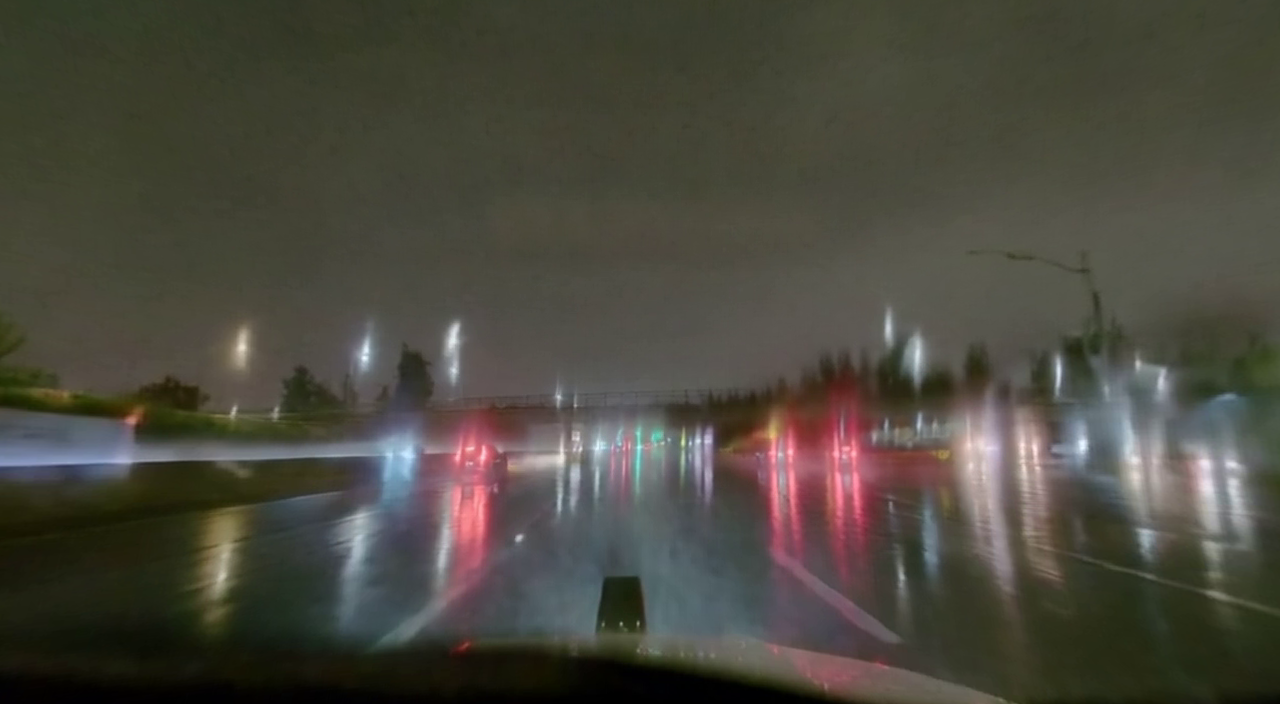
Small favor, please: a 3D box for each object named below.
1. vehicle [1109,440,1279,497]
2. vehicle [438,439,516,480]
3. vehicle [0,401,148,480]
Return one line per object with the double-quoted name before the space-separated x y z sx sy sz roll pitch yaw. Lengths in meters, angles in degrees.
"vehicle" 17.934 3.695 20.396 2.012 1.601 4.565 0 -8 1
"vehicle" -6.422 4.274 25.339 1.985 1.513 4.172 0 -8 1
"vehicle" -35.600 4.953 35.161 2.945 4.146 16.562 0 -8 0
